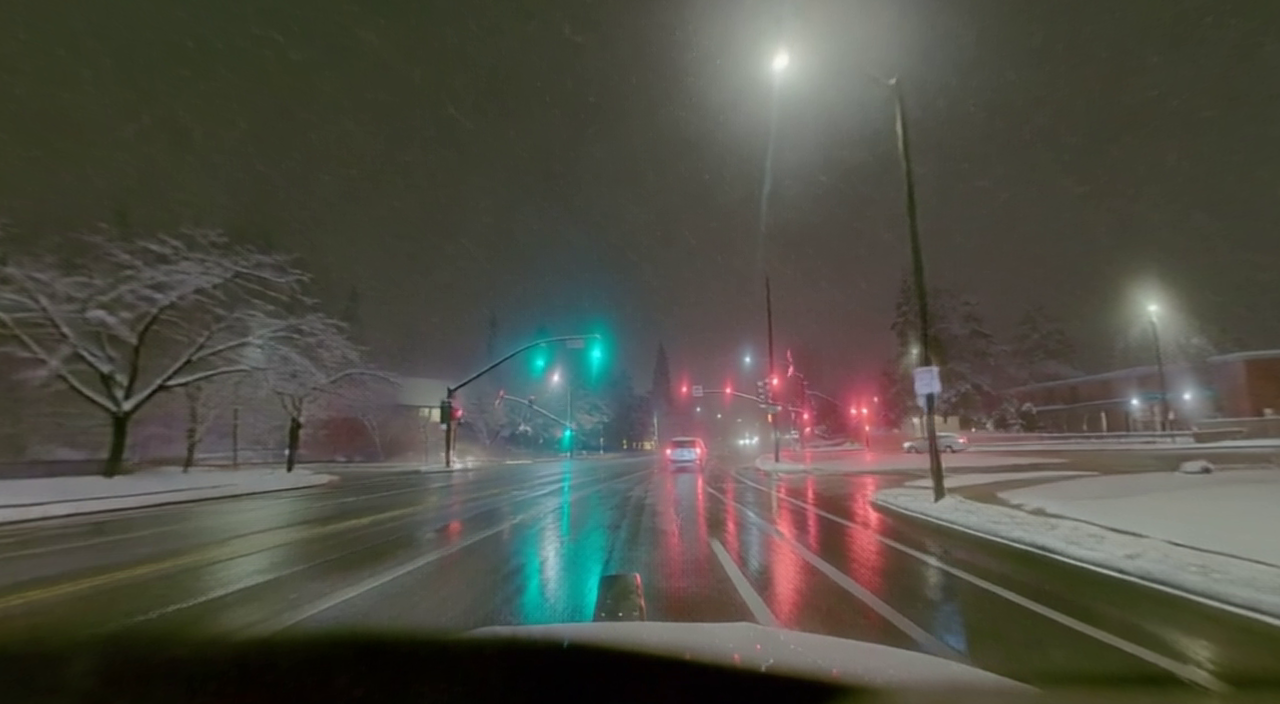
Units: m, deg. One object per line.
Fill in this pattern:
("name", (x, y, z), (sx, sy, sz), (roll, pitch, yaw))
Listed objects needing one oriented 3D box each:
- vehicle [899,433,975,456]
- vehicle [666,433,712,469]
("vehicle", (22.300, 6.931, 47.489), (4.952, 1.517, 1.997), (-6, -7, 25))
("vehicle", (2.725, 5.349, 34.380), (2.230, 1.827, 4.298), (-1, -8, 8))
